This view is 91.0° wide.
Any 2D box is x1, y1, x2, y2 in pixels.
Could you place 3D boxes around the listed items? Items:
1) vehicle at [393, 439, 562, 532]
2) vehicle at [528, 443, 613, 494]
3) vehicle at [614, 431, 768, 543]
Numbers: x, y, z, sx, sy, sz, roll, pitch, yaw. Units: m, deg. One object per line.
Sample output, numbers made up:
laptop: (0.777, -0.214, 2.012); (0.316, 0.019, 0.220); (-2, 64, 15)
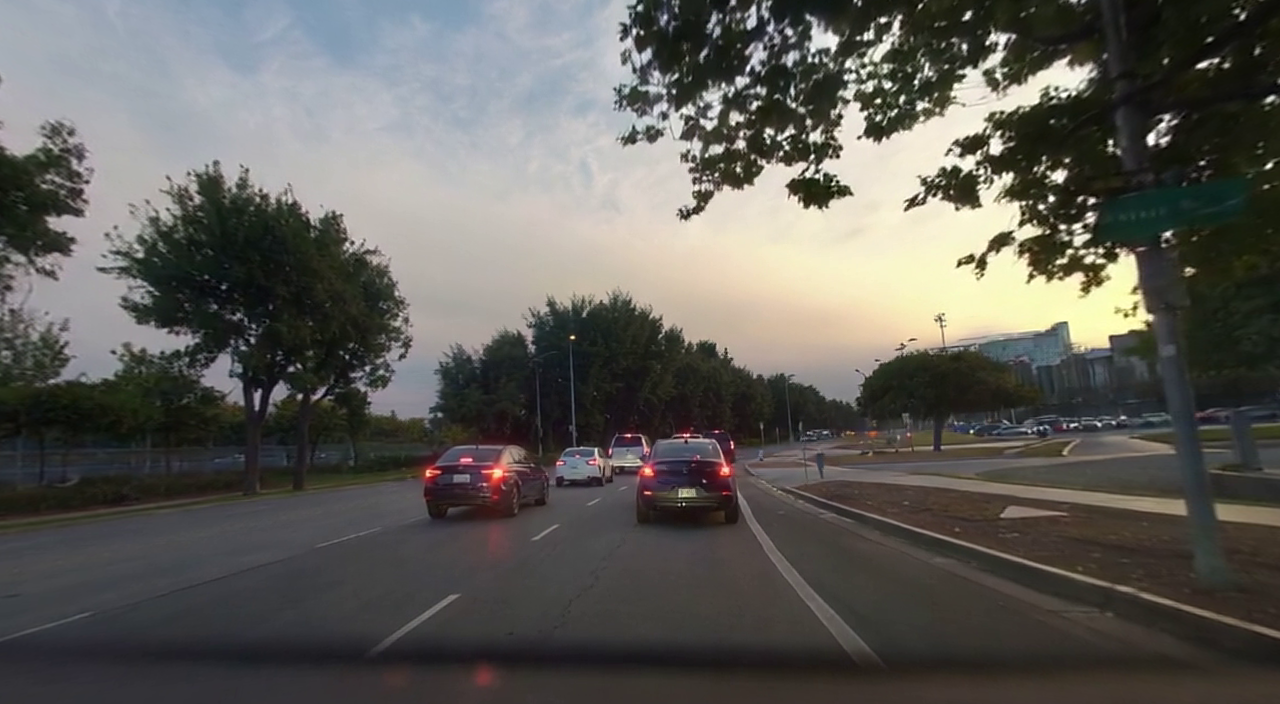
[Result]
vehicle: (-2.950, 2.522, 12.540); (1.940, 1.502, 4.241); (-1, -9, 5)
vehicle: (-2.166, 3.766, 20.780); (1.870, 1.490, 4.187); (-1, -9, 7)
vehicle: (0.775, 2.201, 10.888); (2.142, 1.528, 4.133); (0, -9, 2)
